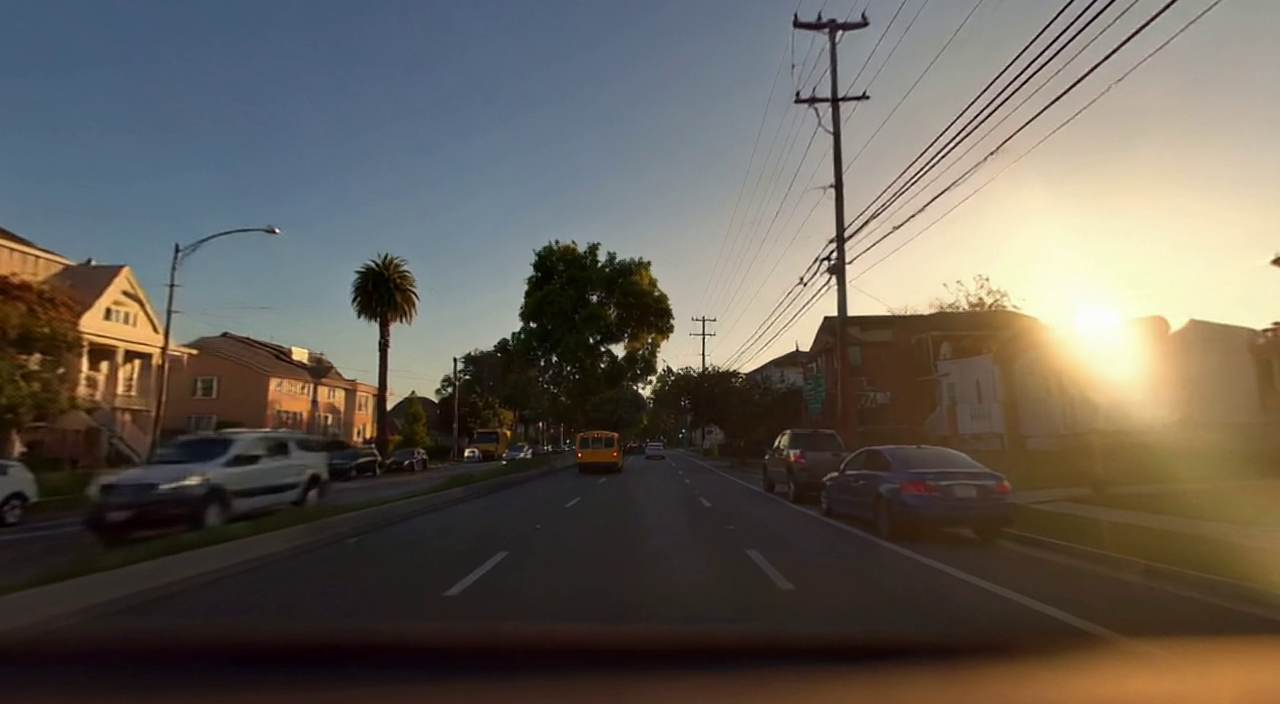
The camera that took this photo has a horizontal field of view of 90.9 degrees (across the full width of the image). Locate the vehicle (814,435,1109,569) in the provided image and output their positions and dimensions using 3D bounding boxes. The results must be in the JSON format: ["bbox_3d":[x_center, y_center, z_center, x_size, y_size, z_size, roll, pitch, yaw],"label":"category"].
[{"bbox_3d":[4.215,1.999,9.378,1.838,1.458,4.750,0,-8,-1],"label":"vehicle"}]

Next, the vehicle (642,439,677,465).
[{"bbox_3d":[1.175,6.141,38.956,2.063,1.495,3.849,0,-8,2],"label":"vehicle"}]

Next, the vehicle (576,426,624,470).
[{"bbox_3d":[-1.937,4.844,31.972,2.168,2.040,4.527,0,-8,-1],"label":"vehicle"}]

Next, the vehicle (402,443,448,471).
[{"bbox_3d":[-15.280,7.458,44.986,1.888,1.766,4.127,-5,-8,-1],"label":"vehicle"}]

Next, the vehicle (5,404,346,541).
[{"bbox_3d":[-8.586,2.296,12.743,2.653,1.964,5.699,-3,-8,-1],"label":"vehicle"}]

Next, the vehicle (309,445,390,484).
[{"bbox_3d":[-15.291,5.904,33.495,1.993,1.639,5.065,-6,-8,-1],"label":"vehicle"}]

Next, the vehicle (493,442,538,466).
[{"bbox_3d":[-8.509,6.952,43.352,2.096,1.552,4.714,0,-8,0],"label":"vehicle"}]
